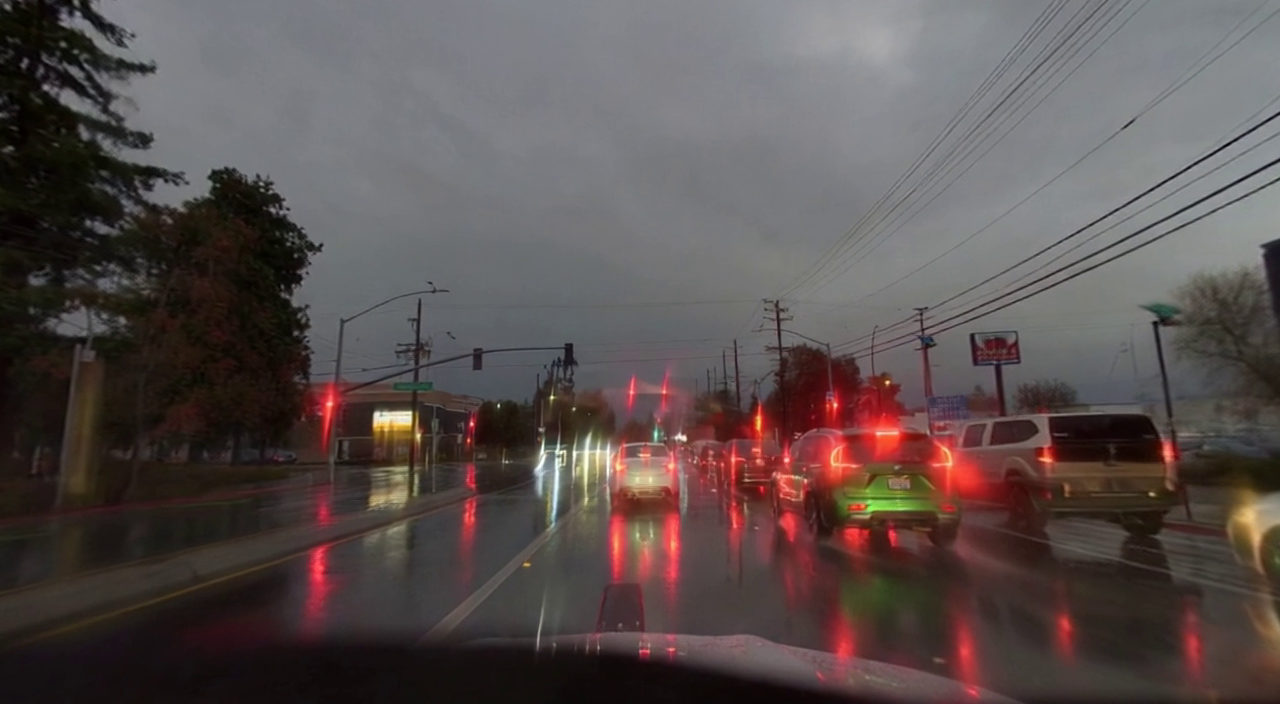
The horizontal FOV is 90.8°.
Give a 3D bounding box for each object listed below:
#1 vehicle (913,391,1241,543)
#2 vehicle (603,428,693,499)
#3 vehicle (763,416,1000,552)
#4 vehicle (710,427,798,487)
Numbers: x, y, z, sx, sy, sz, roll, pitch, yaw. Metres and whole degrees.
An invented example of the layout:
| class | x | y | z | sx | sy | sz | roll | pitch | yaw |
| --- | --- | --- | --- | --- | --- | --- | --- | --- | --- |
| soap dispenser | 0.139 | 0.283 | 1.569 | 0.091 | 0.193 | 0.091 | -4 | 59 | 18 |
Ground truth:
| class | x | y | z | sx | sy | sz | roll | pitch | yaw |
| --- | --- | --- | --- | --- | --- | --- | --- | --- | --- |
| vehicle | 6.687 | 1.833 | 10.575 | 2.080 | 1.958 | 4.653 | 0 | -9 | -1 |
| vehicle | 0.197 | 2.987 | 17.234 | 2.149 | 1.668 | 3.962 | 0 | -9 | 0 |
| vehicle | 3.328 | 1.910 | 9.812 | 1.998 | 1.620 | 4.267 | 0 | -9 | 0 |
| vehicle | 3.711 | 3.547 | 21.548 | 2.060 | 1.789 | 4.712 | 0 | -9 | -1 |
